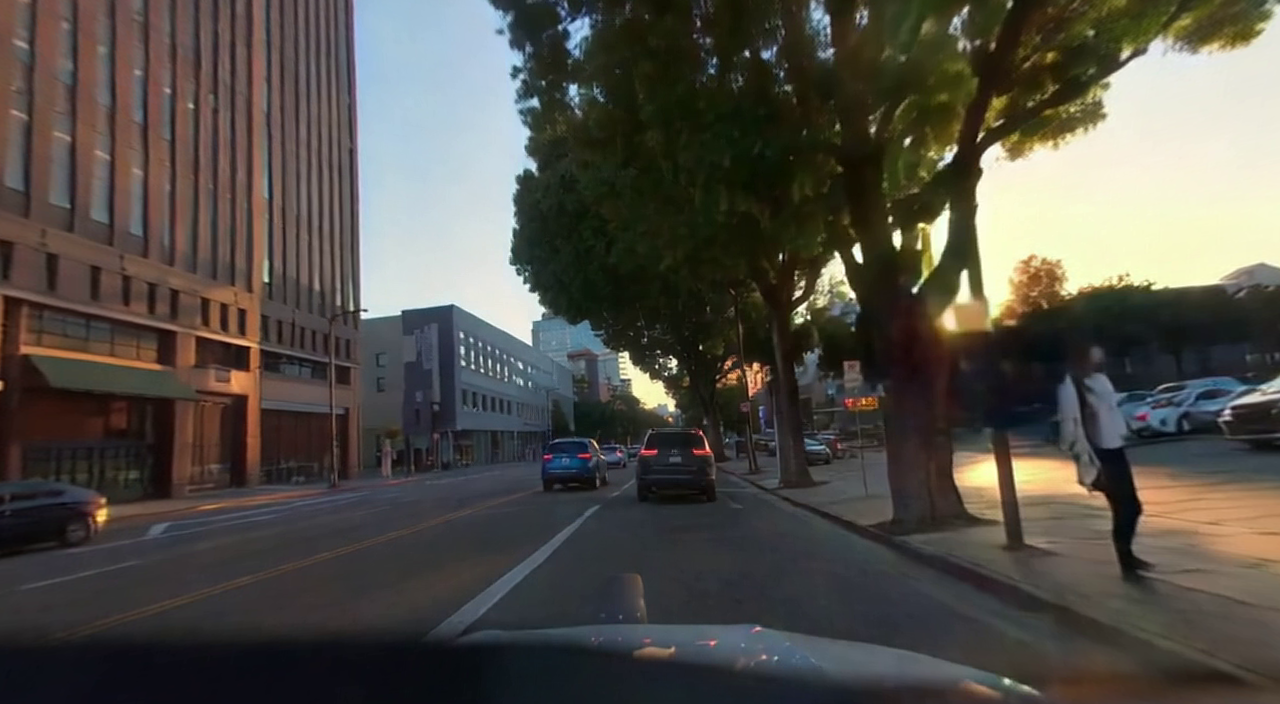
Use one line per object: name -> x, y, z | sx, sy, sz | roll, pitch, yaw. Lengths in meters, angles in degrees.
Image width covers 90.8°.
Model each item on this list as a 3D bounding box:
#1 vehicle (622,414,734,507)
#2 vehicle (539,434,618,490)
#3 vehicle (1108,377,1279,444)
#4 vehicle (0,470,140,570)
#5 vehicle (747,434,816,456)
vehicle -> 0.890, 2.658, 15.835 | 2.352, 1.953, 4.796 | -1, -8, 2
vehicle -> -1.961, 3.722, 21.596 | 2.023, 1.702, 4.152 | -1, -9, 4
vehicle -> 13.408, 1.358, 14.275 | 4.189, 1.395, 1.725 | -1, -8, 2
vehicle -> -11.587, 2.824, 10.393 | 2.103, 1.514, 5.374 | -1, -9, 4
vehicle -> 10.054, 6.633, 45.132 | 4.426, 1.490, 1.862 | -1, -8, 2
